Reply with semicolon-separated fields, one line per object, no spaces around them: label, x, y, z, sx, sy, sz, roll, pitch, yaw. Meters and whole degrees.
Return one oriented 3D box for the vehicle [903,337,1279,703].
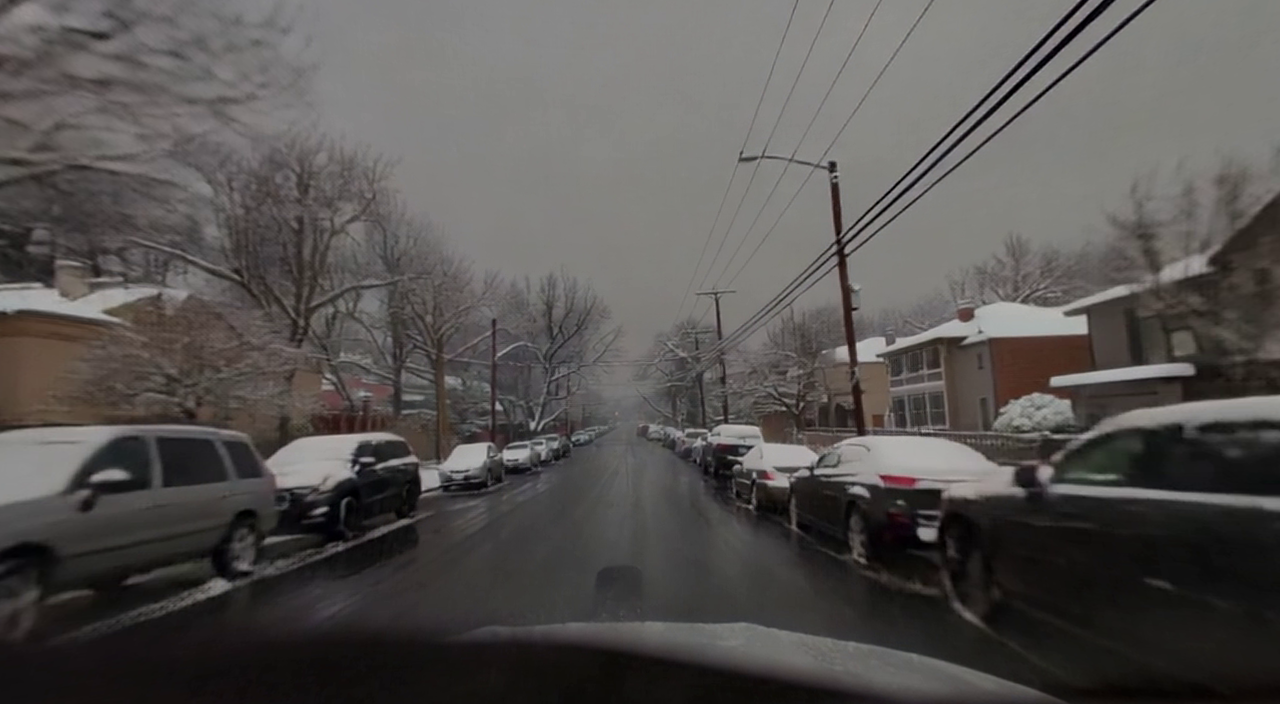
vehicle;3.591;0.977;3.453;2.009;1.810;5.045;0;-8;-2

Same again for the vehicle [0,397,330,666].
vehicle;-5.832;1.629;6.761;2.184;1.958;5.757;0;-8;-1

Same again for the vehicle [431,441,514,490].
vehicle;-6.233;4.234;24.109;2.002;1.585;5.080;-2;-8;-3

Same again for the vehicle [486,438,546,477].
vehicle;-6.151;5.235;31.888;1.924;1.525;4.688;-5;-6;0

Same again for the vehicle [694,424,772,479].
vehicle;3.450;3.815;24.503;2.107;1.866;5.199;0;-8;-1
